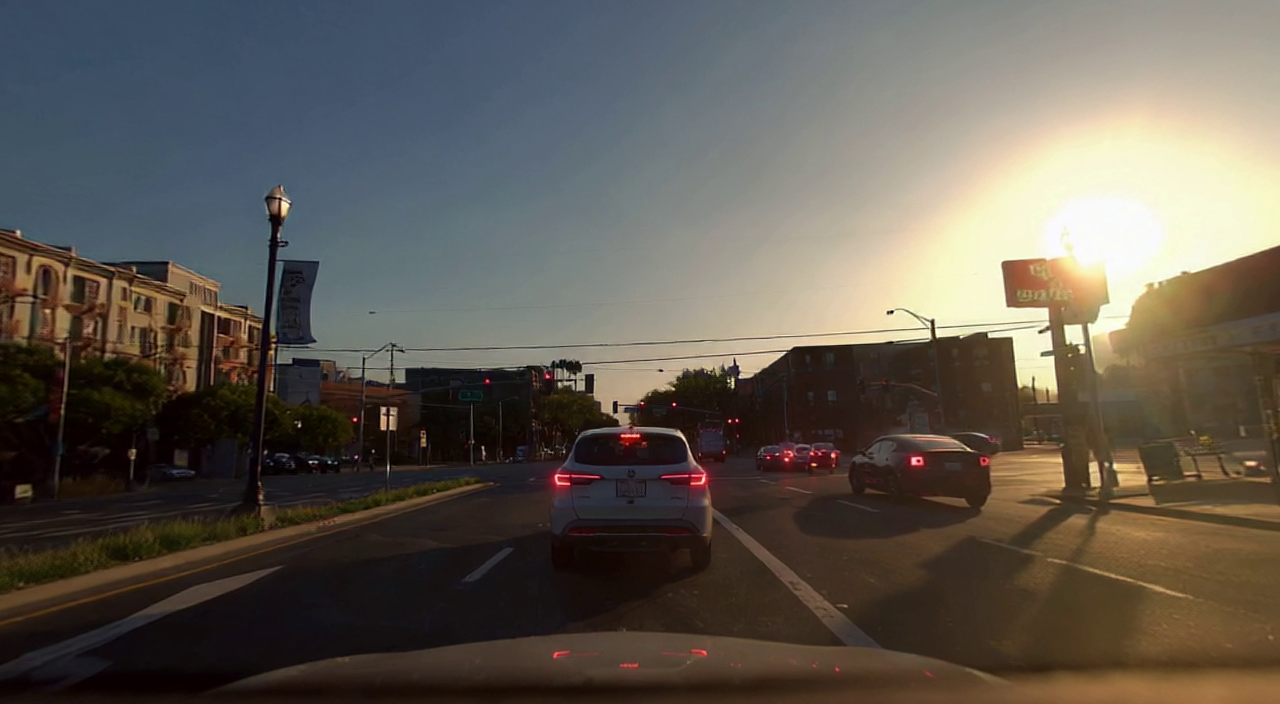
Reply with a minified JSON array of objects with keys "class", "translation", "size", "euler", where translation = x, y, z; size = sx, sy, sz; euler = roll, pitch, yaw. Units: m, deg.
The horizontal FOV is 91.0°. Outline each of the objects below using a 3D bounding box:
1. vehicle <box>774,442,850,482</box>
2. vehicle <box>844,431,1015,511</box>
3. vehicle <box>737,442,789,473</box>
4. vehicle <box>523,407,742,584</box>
[{"class":"vehicle","translation":[6.859,4.420,25.553],"size":[1.833,1.452,4.237],"euler":[0,-9,0]},{"class":"vehicle","translation":[6.768,2.824,15.428],"size":[2.072,1.652,4.611],"euler":[0,-8,1]},{"class":"vehicle","translation":[6.307,5.462,32.711],"size":[1.961,1.477,4.454],"euler":[0,-8,2]},{"class":"vehicle","translation":[-0.059,1.689,8.134],"size":[2.115,1.700,3.901],"euler":[0,-8,1]}]
